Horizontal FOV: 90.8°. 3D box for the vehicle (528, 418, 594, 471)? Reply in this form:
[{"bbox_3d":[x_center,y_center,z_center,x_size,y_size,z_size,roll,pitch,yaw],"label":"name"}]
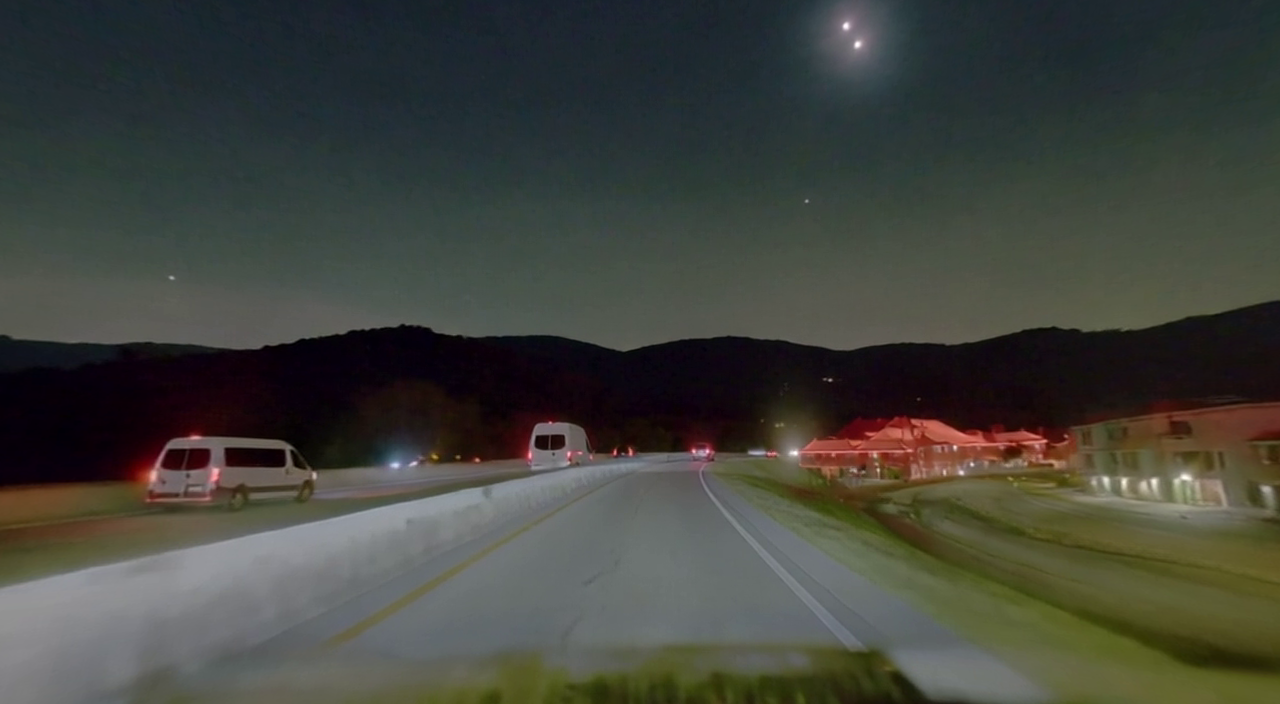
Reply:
[{"bbox_3d":[-4.331,5.288,35.945,2.314,2.703,6.441,-1,-9,6],"label":"vehicle"}]

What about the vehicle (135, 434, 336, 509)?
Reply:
[{"bbox_3d":[-9.420,2.788,15.248,1.821,1.524,4.342,0,-8,2],"label":"vehicle"}]
